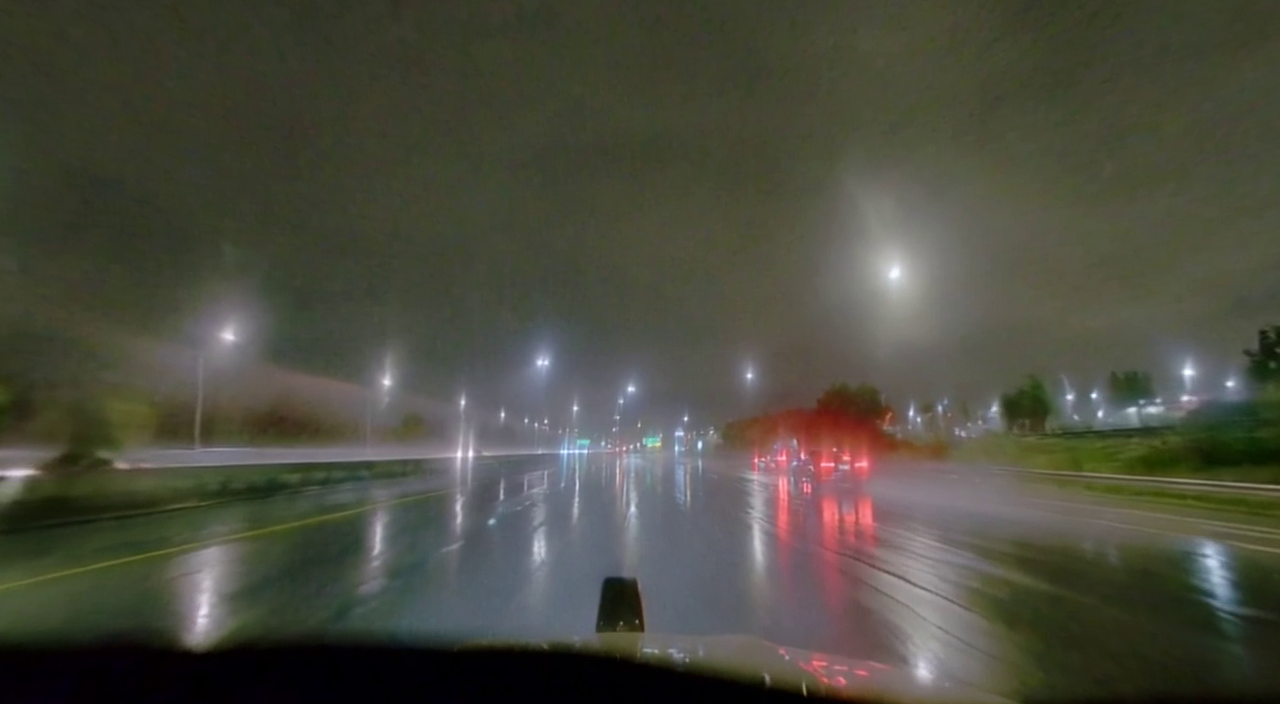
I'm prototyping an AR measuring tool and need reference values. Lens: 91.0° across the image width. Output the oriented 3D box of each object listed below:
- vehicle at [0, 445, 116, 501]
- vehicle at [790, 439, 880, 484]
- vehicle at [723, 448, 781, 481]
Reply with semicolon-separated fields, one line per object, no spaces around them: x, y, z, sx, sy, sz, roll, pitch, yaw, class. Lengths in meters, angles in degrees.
-22.441;4.285;22.594;2.389;1.855;5.634;0;-9;0;vehicle
9.126;5.183;30.121;2.387;1.936;5.646;0;-9;-1;vehicle
5.594;5.665;32.002;2.053;1.553;4.463;0;-9;-1;vehicle
